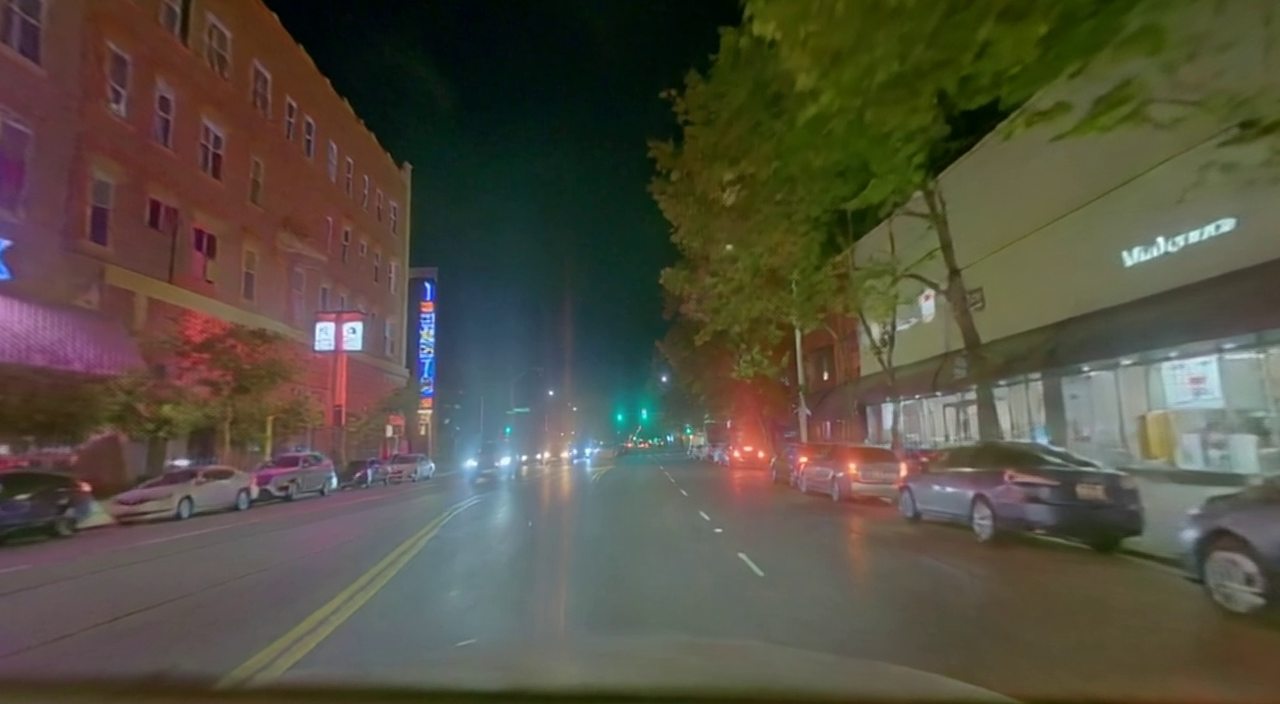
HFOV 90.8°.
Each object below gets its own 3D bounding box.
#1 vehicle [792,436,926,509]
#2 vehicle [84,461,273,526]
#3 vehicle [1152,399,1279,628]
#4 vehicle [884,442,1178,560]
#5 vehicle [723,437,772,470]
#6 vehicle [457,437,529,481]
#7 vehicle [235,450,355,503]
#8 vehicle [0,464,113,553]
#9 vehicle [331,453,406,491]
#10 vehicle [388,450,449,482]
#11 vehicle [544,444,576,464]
[{"bbox_3d":[5.562,3.092,16.725,1.899,1.642,4.463,0,-9,0],"label":"vehicle"},{"bbox_3d":[-12.525,3.820,17.599,1.868,1.418,4.415,-2,-9,2],"label":"vehicle"},{"bbox_3d":[6.004,1.078,3.737,1.991,1.771,4.604,0,-9,-1],"label":"vehicle"},{"bbox_3d":[5.844,2.225,10.299,1.787,1.463,4.506,0,-8,-2],"label":"vehicle"},{"bbox_3d":[6.040,5.785,36.128,2.047,1.720,4.353,0,-9,0],"label":"vehicle"},{"bbox_3d":[-6.371,4.700,27.966,2.095,1.759,4.413,0,-8,1],"label":"vehicle"},{"bbox_3d":[-12.015,4.307,22.351,1.834,1.643,4.110,0,-8,1],"label":"vehicle"},{"bbox_3d":[-12.479,2.920,11.745,1.800,1.532,4.110,0,-8,0],"label":"vehicle"},{"bbox_3d":[-12.468,5.519,29.297,1.774,1.570,3.900,0,-8,-1],"label":"vehicle"},{"bbox_3d":[-12.178,6.261,35.033,1.894,1.654,3.944,0,-8,0],"label":"vehicle"},{"bbox_3d":[-6.255,8.005,49.780,1.898,1.532,4.337,0,-8,1],"label":"vehicle"}]
